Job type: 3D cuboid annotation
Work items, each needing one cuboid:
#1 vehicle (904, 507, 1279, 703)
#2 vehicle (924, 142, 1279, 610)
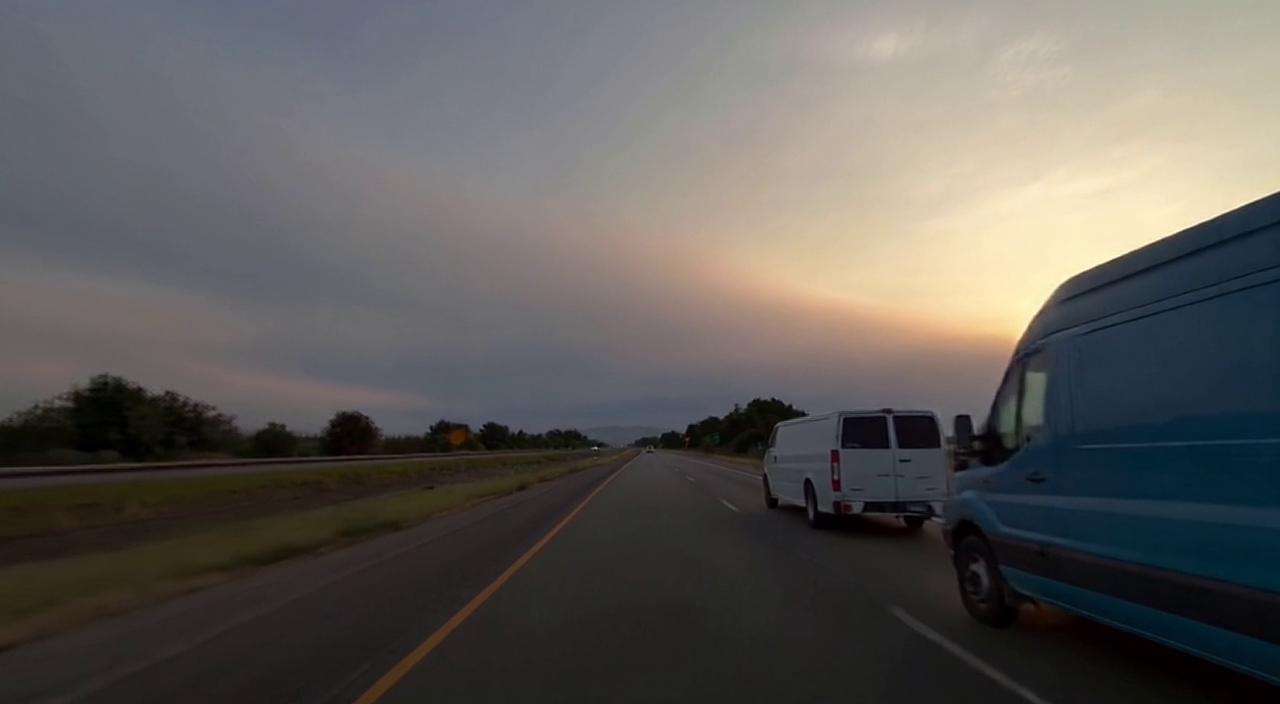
[{"bbox_3d":[3.996,1.525,3.257,2.702,0.824,6.391,0,-9,1],"label":"vehicle"},{"bbox_3d":[4.056,0.174,3.341,2.444,2.053,5.616,-1,-8,0],"label":"vehicle"}]
